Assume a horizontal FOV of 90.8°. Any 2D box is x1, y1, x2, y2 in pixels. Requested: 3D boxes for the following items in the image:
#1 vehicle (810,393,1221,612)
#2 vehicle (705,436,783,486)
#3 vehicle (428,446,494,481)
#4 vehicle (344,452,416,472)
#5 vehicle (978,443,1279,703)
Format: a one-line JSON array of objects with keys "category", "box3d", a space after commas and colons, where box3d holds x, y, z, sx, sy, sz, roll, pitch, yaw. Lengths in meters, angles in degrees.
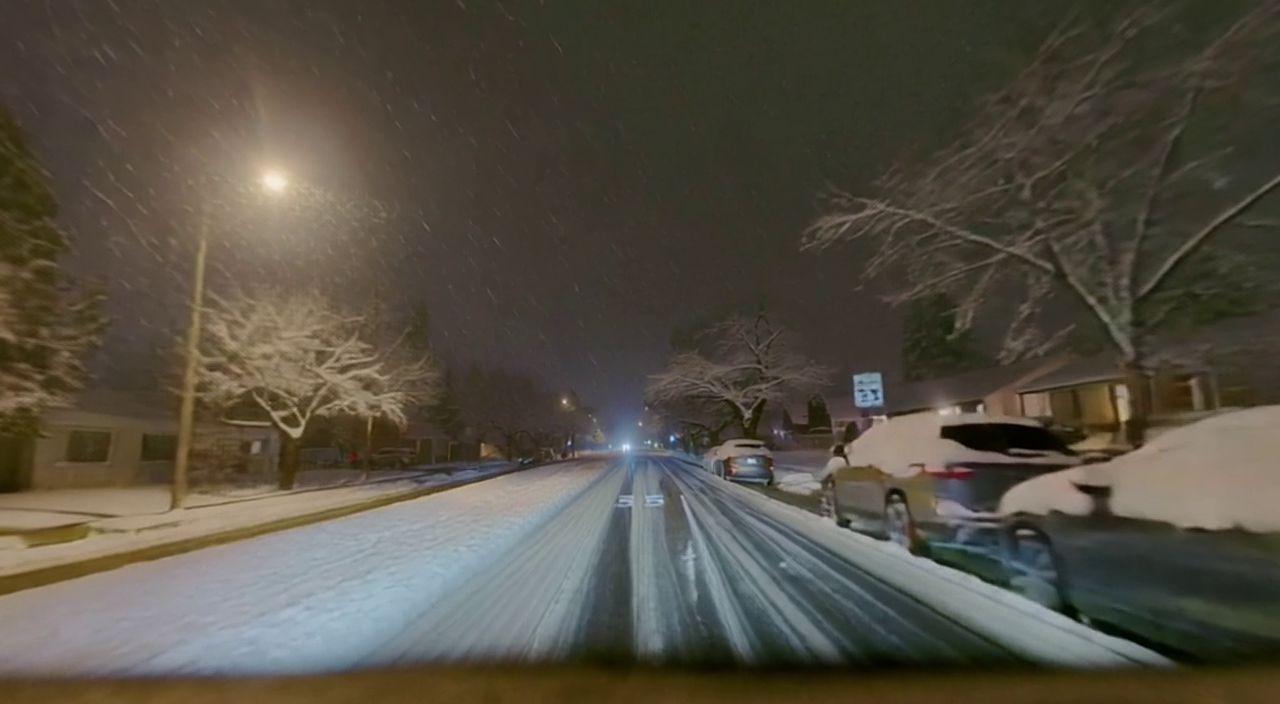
[{"category": "vehicle", "box3d": [3.969, 1.679, 8.039, 2.169, 1.914, 4.791, 0, -9, -1]}, {"category": "vehicle", "box3d": [4.114, 4.412, 25.886, 2.254, 1.812, 4.817, 0, -9, -1]}, {"category": "vehicle", "box3d": [-10.737, 6.693, 38.302, 2.338, 1.871, 5.795, -3, -9, 0]}, {"category": "vehicle", "box3d": [-19.238, 8.147, 46.878, 4.530, 1.477, 1.843, 0, -9, -1]}, {"category": "vehicle", "box3d": [4.062, 1.181, 3.099, 2.087, 1.454, 4.914, 0, -8, 0]}]
